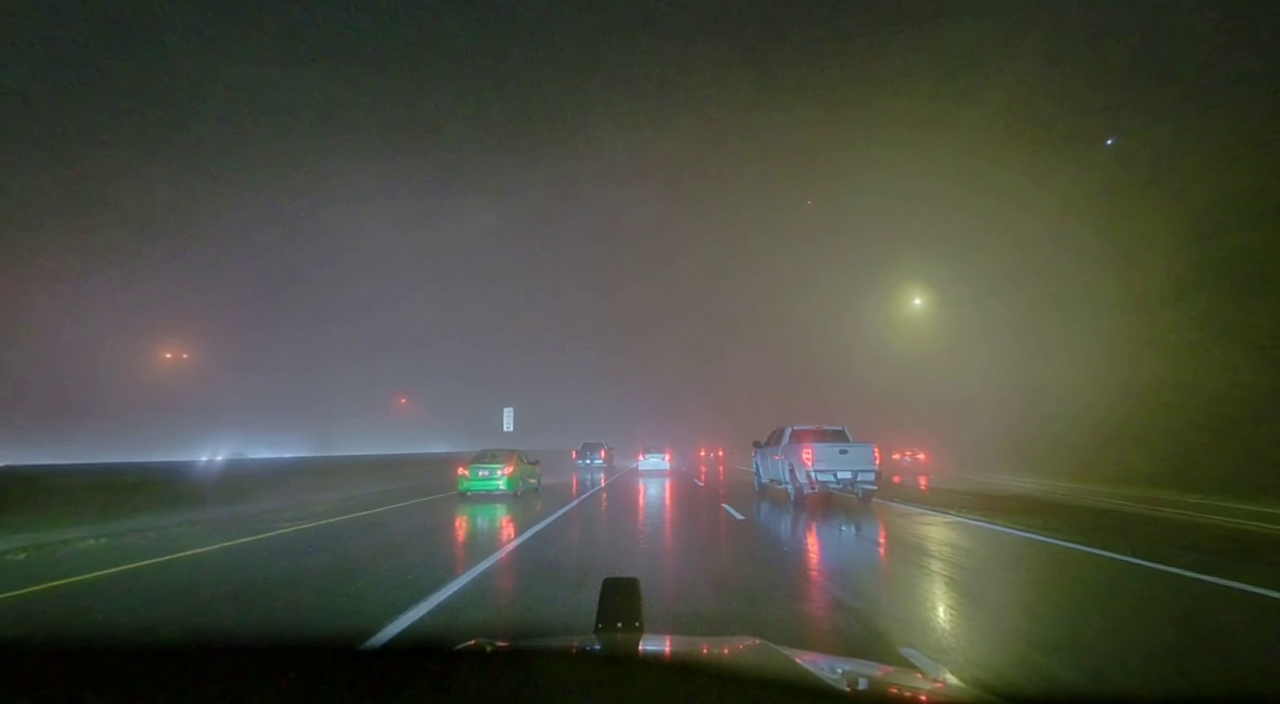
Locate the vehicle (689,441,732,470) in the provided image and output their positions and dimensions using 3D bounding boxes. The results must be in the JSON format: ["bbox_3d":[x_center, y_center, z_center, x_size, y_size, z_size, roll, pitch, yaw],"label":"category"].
[{"bbox_3d":[4.307,6.386,39.073,2.145,1.636,4.437,0,-9,0],"label":"vehicle"}]

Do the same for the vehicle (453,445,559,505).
[{"bbox_3d":[-3.529,3.326,17.480,1.947,1.424,4.264,0,-9,1],"label":"vehicle"}]

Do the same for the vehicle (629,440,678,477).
[{"bbox_3d":[0.622,4.939,29.472,2.147,1.572,4.094,0,-9,1],"label":"vehicle"}]

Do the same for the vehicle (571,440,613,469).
[{"bbox_3d":[-3.041,6.629,40.892,2.176,1.783,4.799,0,-9,1],"label":"vehicle"}]

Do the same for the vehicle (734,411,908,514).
[{"bbox_3d":[3.859,2.514,14.776,2.340,1.925,5.529,1,-9,-1],"label":"vehicle"}]
